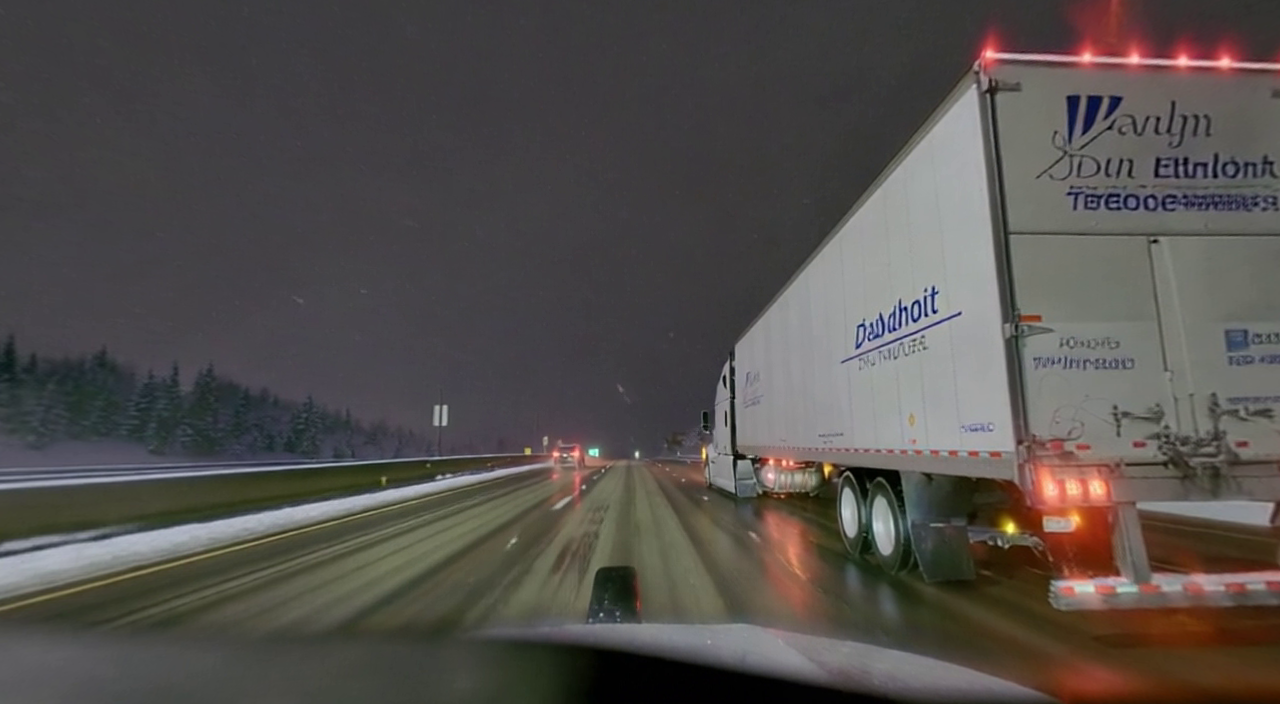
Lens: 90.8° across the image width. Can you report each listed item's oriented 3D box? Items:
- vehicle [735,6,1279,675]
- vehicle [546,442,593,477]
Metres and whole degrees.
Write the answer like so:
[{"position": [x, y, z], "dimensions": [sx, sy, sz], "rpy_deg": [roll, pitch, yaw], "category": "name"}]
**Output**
[{"position": [3.964, 0.699, 10.145], "dimensions": [2.962, 4.132, 12.720], "rpy_deg": [0, -8, 0], "category": "vehicle"}, {"position": [-3.604, 5.585, 33.095], "dimensions": [2.030, 1.657, 3.926], "rpy_deg": [0, -8, 0], "category": "vehicle"}]
